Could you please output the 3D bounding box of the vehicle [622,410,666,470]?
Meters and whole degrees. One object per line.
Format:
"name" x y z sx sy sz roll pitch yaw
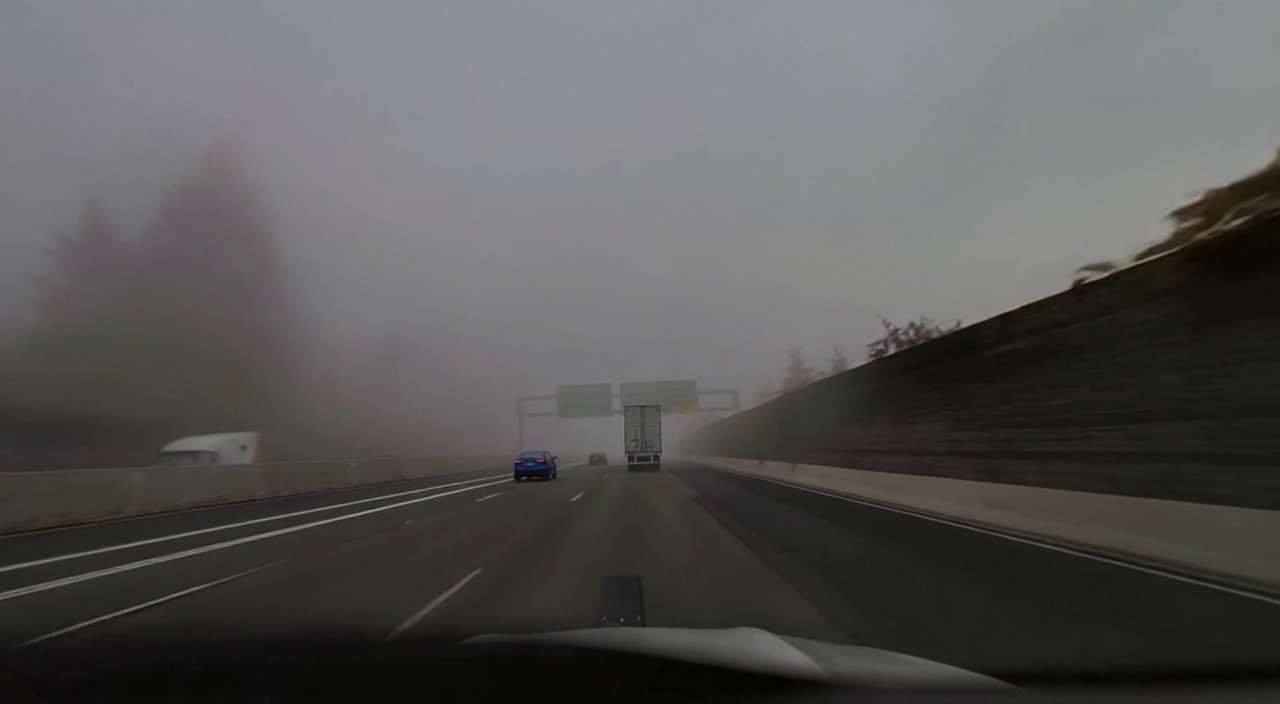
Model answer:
"vehicle" 0.373 6.738 47.854 2.980 4.051 10.359 0 -9 1

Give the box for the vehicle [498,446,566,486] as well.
"vehicle" -4.418 4.718 26.462 1.977 1.478 4.702 0 -9 1
